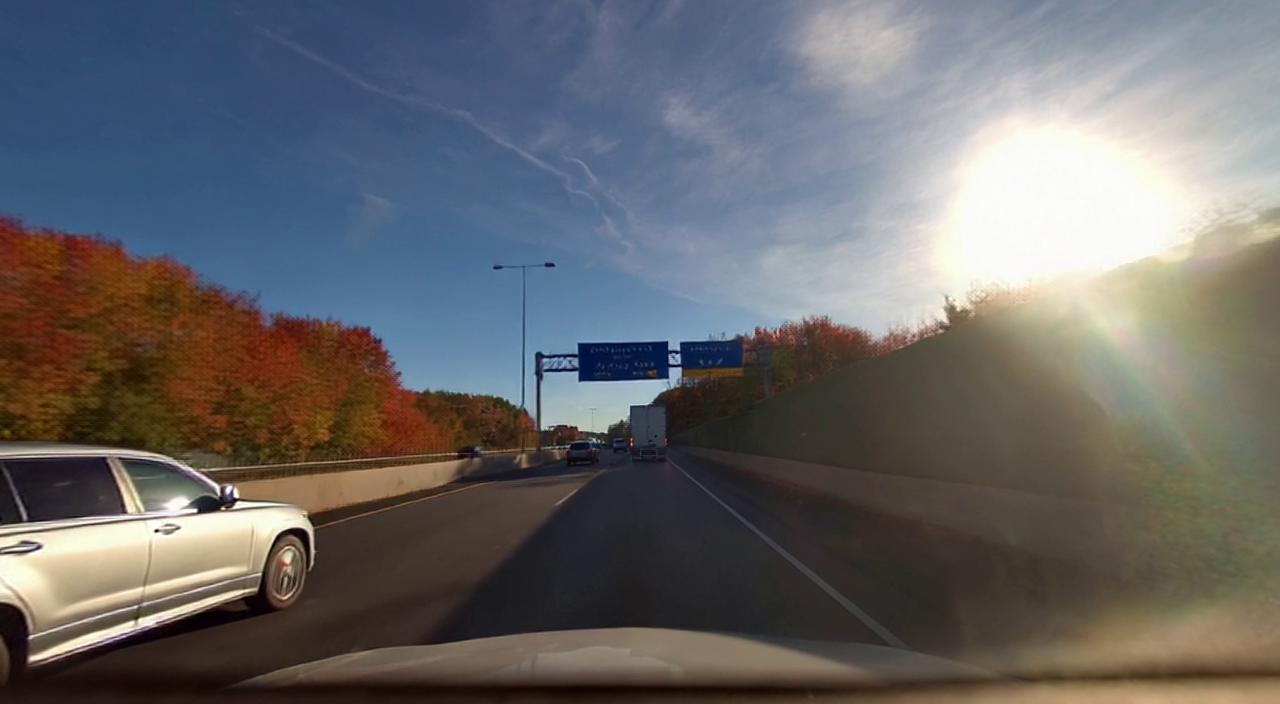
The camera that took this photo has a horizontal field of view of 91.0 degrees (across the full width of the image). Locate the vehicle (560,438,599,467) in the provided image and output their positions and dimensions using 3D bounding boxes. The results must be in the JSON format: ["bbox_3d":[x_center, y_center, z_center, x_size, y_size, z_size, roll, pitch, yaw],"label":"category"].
[{"bbox_3d":[-3.417,5.738,36.140,1.927,1.556,3.921,0,-8,0],"label":"vehicle"}]

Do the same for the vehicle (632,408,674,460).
[{"bbox_3d":[1.046,6.531,49.739,2.933,3.701,10.425,0,-8,1],"label":"vehicle"}]
